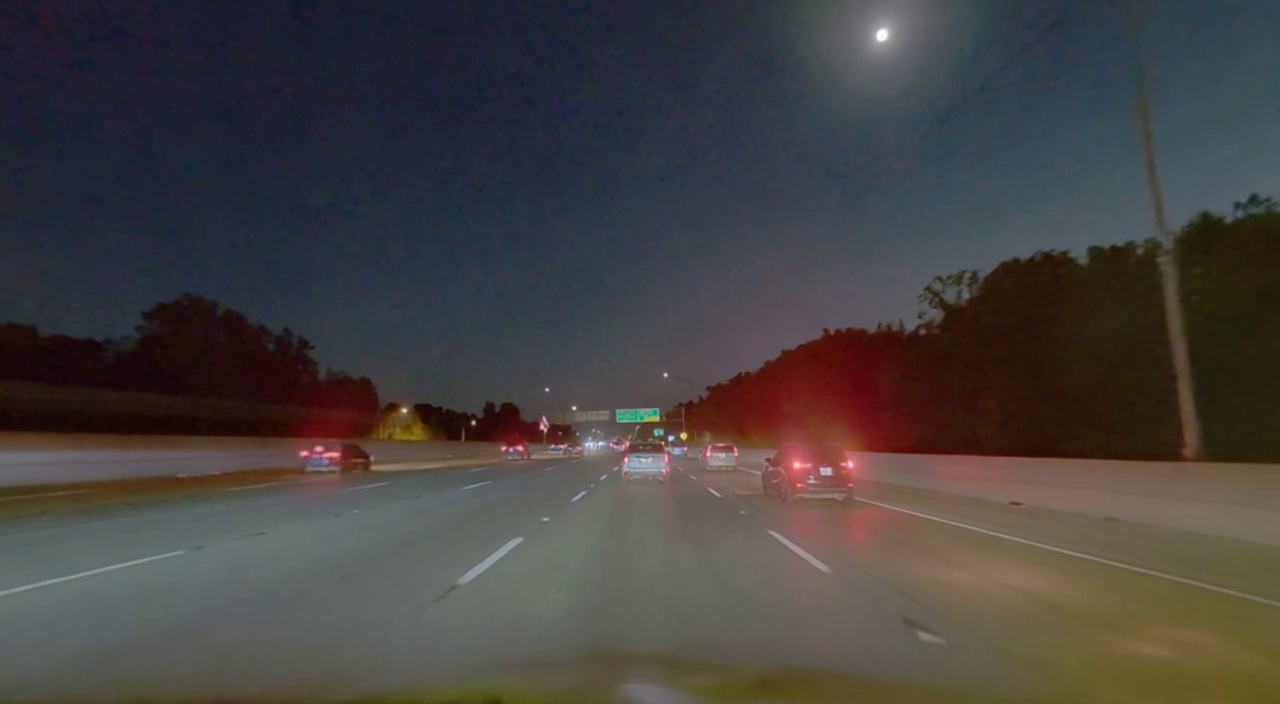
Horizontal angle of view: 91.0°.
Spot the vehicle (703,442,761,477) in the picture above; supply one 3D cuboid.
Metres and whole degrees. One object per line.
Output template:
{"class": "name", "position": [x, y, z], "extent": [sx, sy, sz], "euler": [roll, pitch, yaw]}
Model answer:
{"class": "vehicle", "position": [4.262, 5.058, 29.849], "extent": [2.002, 1.499, 4.710], "euler": [0, -9, -1]}

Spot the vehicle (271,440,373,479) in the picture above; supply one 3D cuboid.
{"class": "vehicle", "position": [-14.420, 4.881, 28.953], "extent": [2.055, 1.613, 4.955], "euler": [0, -9, 0]}

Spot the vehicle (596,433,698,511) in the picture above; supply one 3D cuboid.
{"class": "vehicle", "position": [0.157, 2.730, 14.707], "extent": [2.044, 1.554, 3.824], "euler": [0, -9, 0]}

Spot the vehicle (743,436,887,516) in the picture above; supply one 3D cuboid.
{"class": "vehicle", "position": [3.680, 2.674, 14.057], "extent": [2.044, 1.523, 3.947], "euler": [0, -9, 0]}

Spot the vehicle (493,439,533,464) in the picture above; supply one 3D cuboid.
{"class": "vehicle", "position": [-9.821, 7.732, 49.053], "extent": [1.978, 1.821, 4.975], "euler": [0, -9, 1]}
